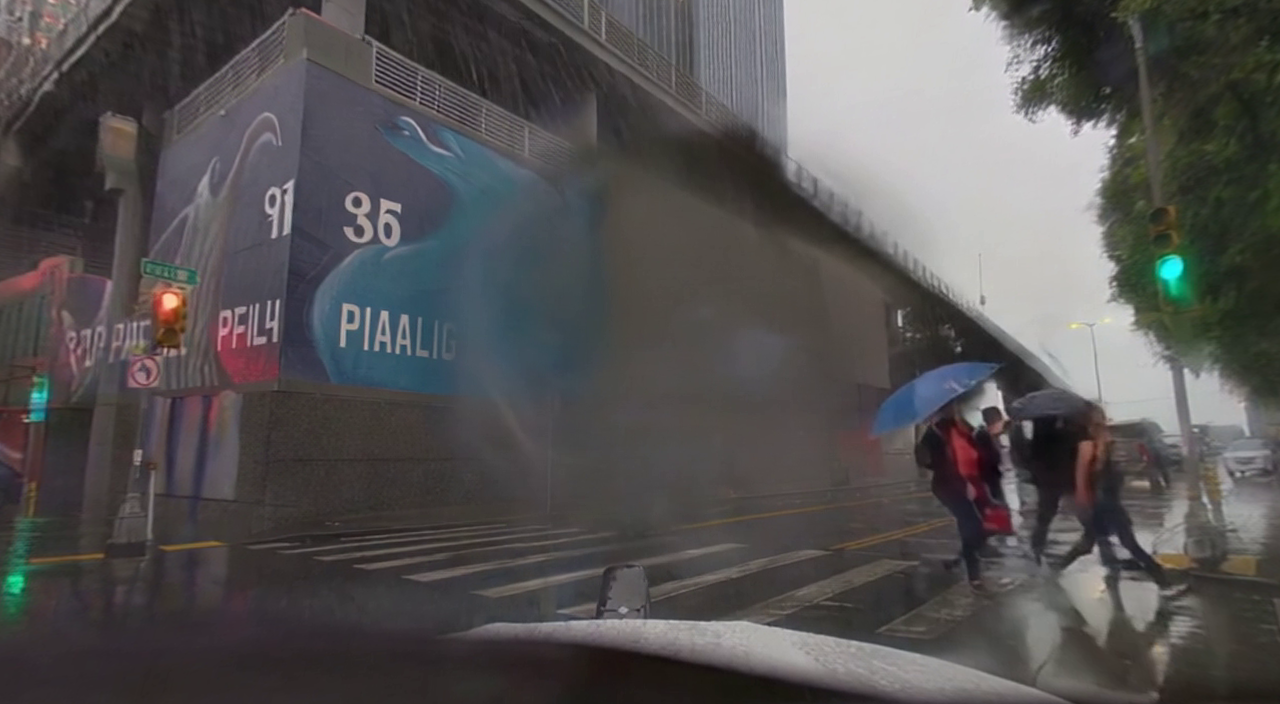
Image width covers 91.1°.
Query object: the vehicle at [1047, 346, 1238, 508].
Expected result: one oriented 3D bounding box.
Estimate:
[{"bbox_3d":[15.780,2.385,19.353,9.347,3.893,2.849,7,-11,-42],"label":"vehicle"}]
